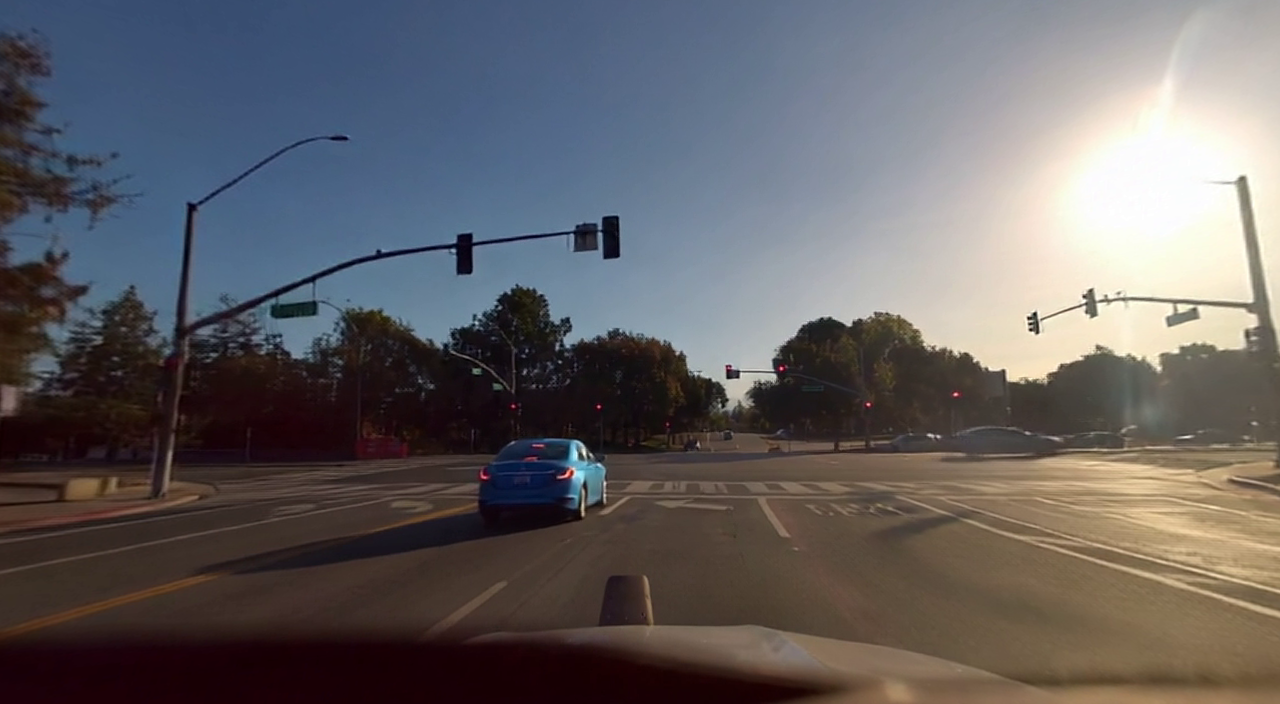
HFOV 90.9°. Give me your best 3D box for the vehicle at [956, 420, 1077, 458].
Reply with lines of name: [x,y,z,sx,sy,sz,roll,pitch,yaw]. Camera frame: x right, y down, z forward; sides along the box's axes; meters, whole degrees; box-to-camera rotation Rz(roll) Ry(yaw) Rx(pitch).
vehicle: [17.587,4.116,29.658,4.406,1.661,1.857,-2,-9,11]

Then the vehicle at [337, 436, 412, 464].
vehicle: [-16.608,6.144,39.485,3.952,1.568,1.788,-3,-7,10]

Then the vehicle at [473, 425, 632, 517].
vehicle: [-1.580,2.376,13.089,2.055,1.573,4.065,-2,-9,10]
